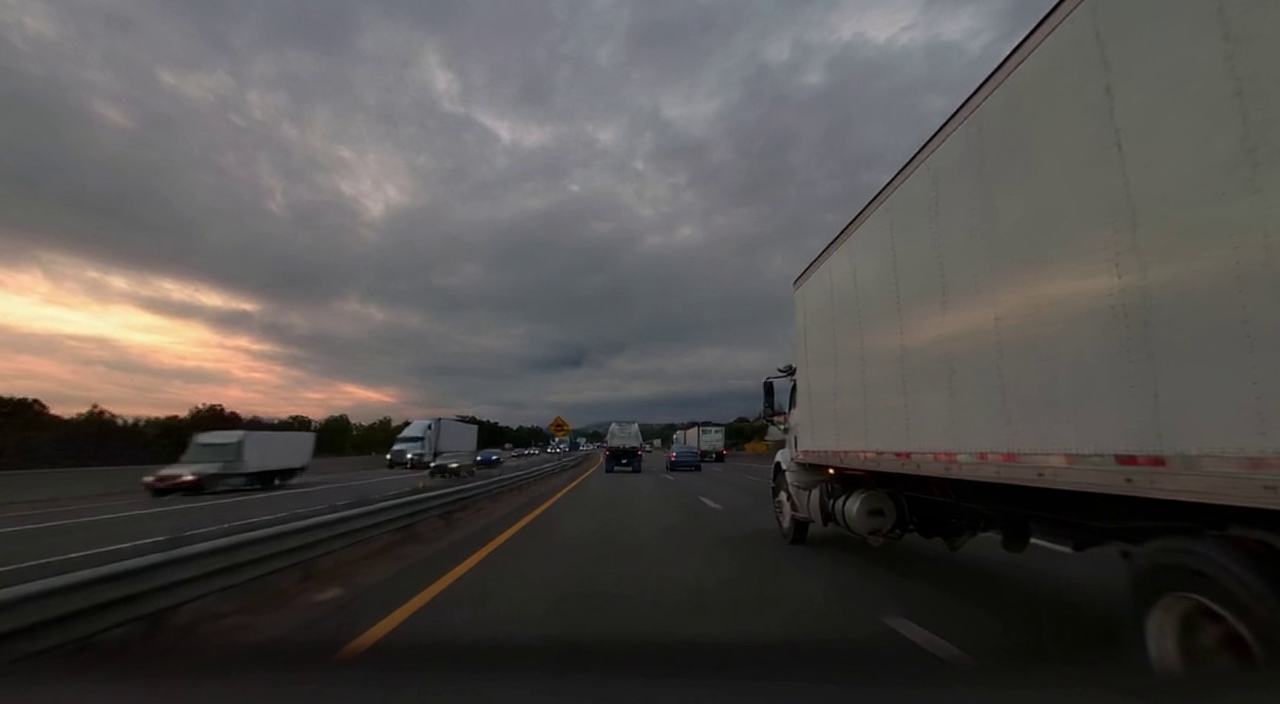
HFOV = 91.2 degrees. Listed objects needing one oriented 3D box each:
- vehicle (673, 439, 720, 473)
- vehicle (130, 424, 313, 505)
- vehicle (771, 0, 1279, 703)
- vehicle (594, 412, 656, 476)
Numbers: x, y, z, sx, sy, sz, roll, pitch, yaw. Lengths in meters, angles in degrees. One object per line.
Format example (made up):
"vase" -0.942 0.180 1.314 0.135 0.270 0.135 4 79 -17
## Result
"vehicle" 2.948 5.552 33.579 2.127 1.642 3.899 0 -9 -1
"vehicle" -13.676 3.702 21.082 2.425 2.339 5.273 0 -9 0
"vehicle" 3.847 0.215 5.345 2.972 4.007 10.643 0 -9 -1
"vehicle" -0.571 4.470 30.341 2.506 2.743 6.093 -1 -9 3
